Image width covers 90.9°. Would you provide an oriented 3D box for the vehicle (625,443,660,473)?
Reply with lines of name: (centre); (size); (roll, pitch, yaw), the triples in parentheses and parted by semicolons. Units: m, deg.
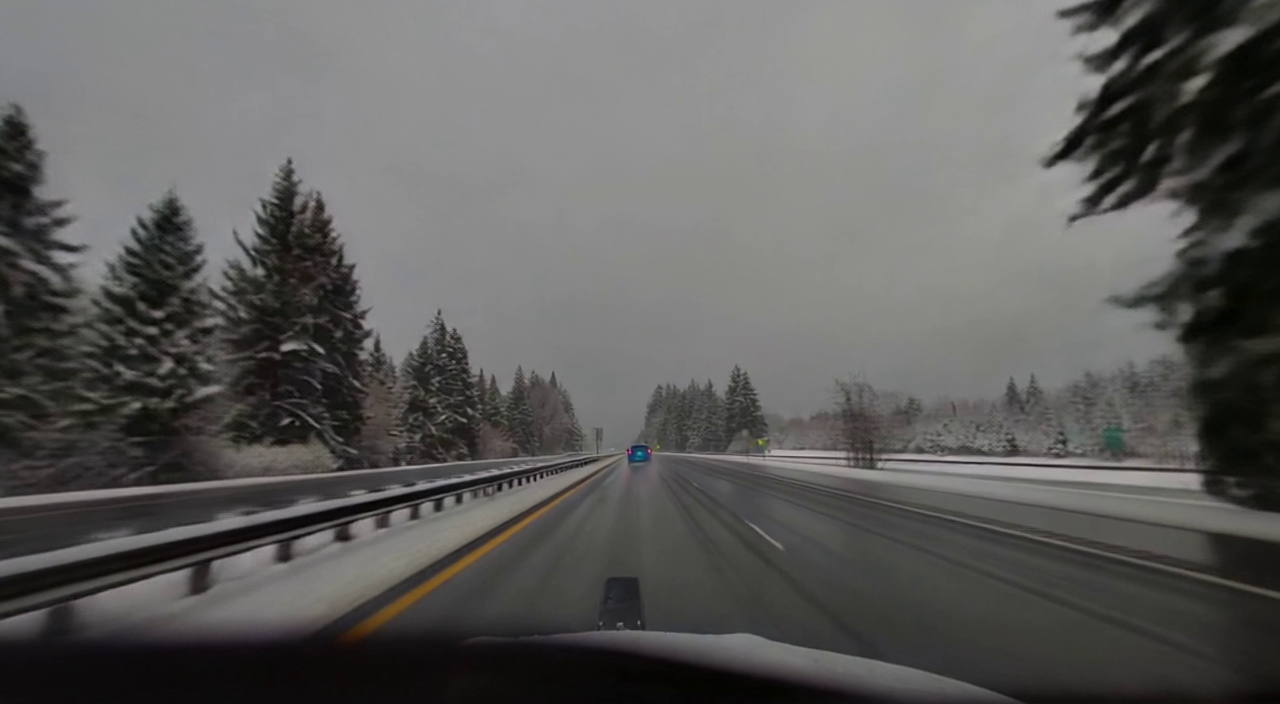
vehicle: (0.133, 6.344, 37.884); (1.987, 1.658, 3.620); (0, -9, 0)
